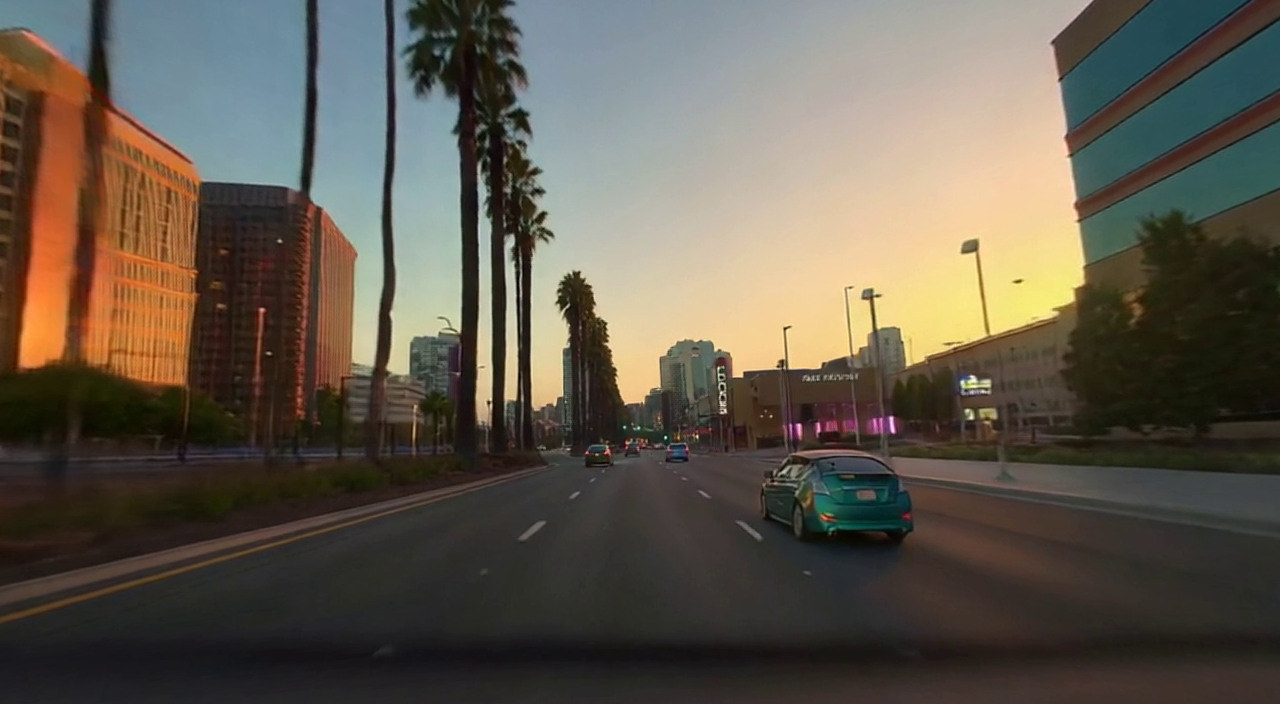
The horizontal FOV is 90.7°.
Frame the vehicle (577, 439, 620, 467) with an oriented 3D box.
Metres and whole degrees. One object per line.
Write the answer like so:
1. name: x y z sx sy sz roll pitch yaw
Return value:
1. vehicle: -2.496 6.232 39.050 2.160 1.615 4.117 -1 -9 4
